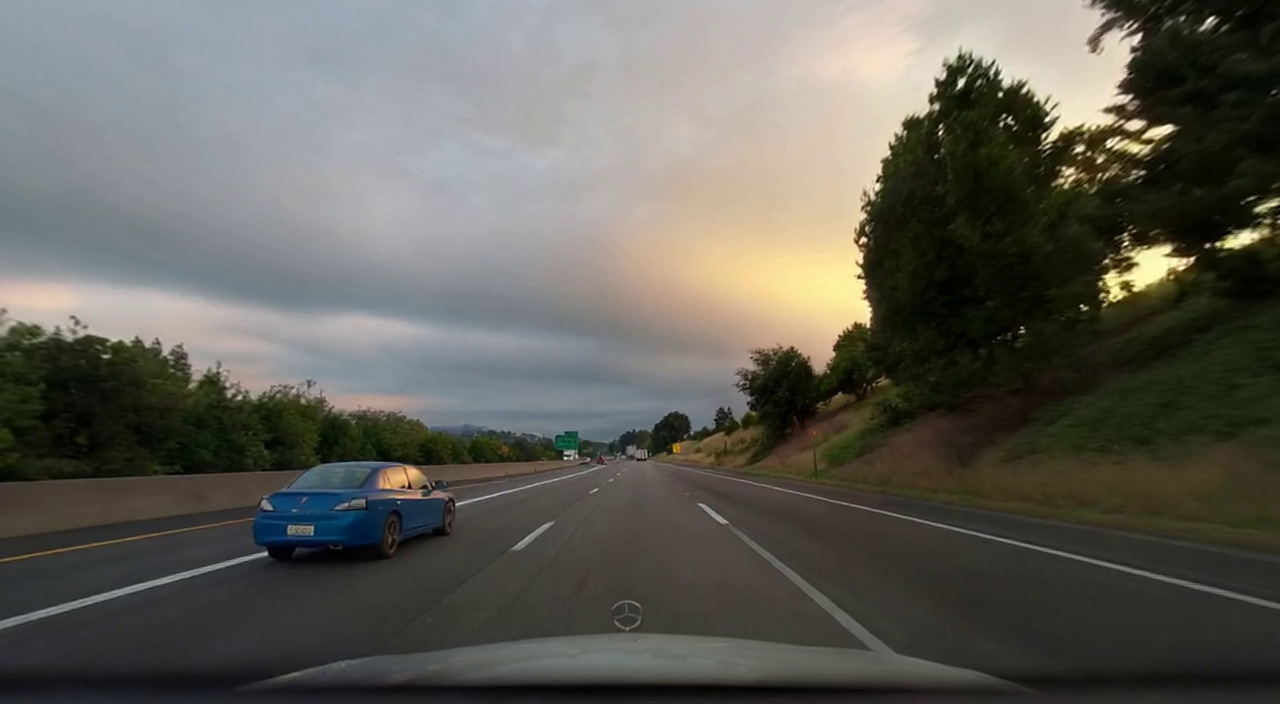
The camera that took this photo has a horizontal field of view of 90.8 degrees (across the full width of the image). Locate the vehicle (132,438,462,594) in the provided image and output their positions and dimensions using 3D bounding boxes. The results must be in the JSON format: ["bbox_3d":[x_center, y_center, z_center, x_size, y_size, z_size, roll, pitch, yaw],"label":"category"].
[{"bbox_3d":[-4.001,1.956,8.326,2.121,1.537,3.852,0,-9,1],"label":"vehicle"}]
